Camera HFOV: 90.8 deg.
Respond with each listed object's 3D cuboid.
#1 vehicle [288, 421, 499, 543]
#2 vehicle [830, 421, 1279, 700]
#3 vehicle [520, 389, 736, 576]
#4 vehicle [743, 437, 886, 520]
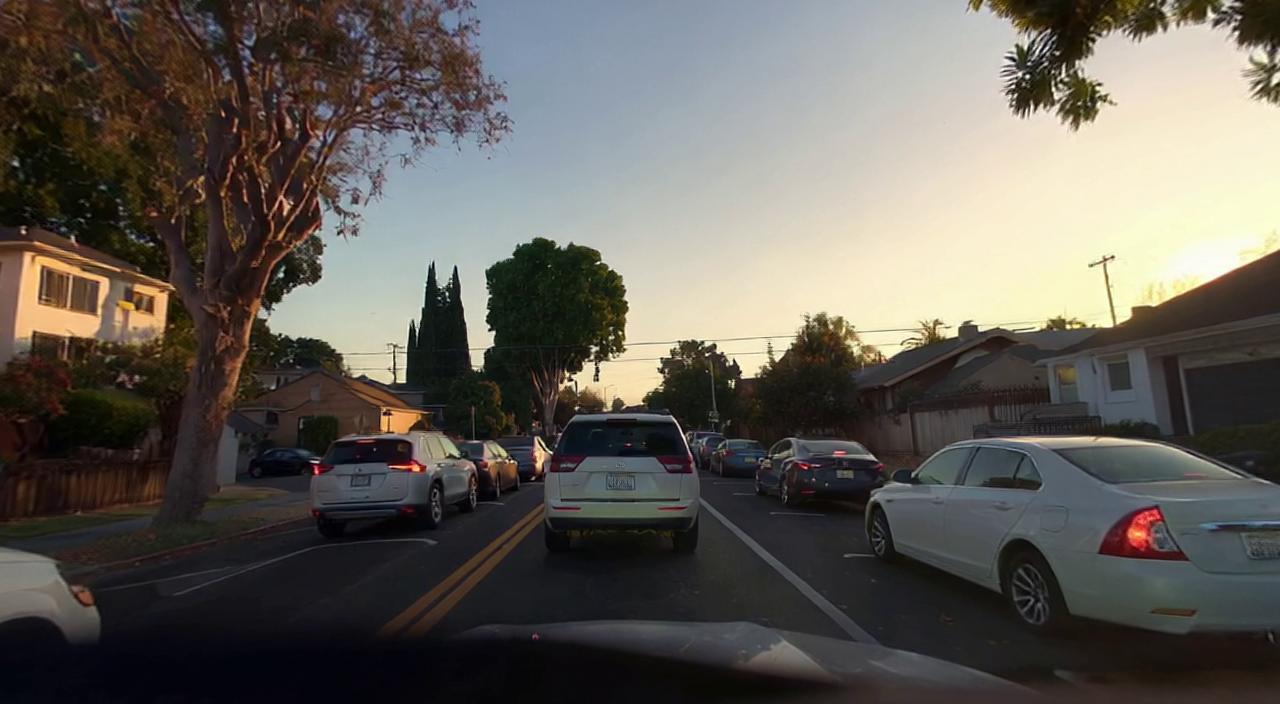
[{"bbox_3d":[-3.722,2.026,10.518,1.864,1.576,4.324,0,-8,-2],"label":"vehicle"},{"bbox_3d":[3.473,1.462,5.770,1.977,1.480,4.589,0,-8,-1],"label":"vehicle"},{"bbox_3d":[-0.207,1.622,8.569,2.164,1.867,4.254,0,-8,-2],"label":"vehicle"},{"bbox_3d":[3.477,2.572,13.412,1.880,1.476,3.932,0,-8,0],"label":"vehicle"}]
